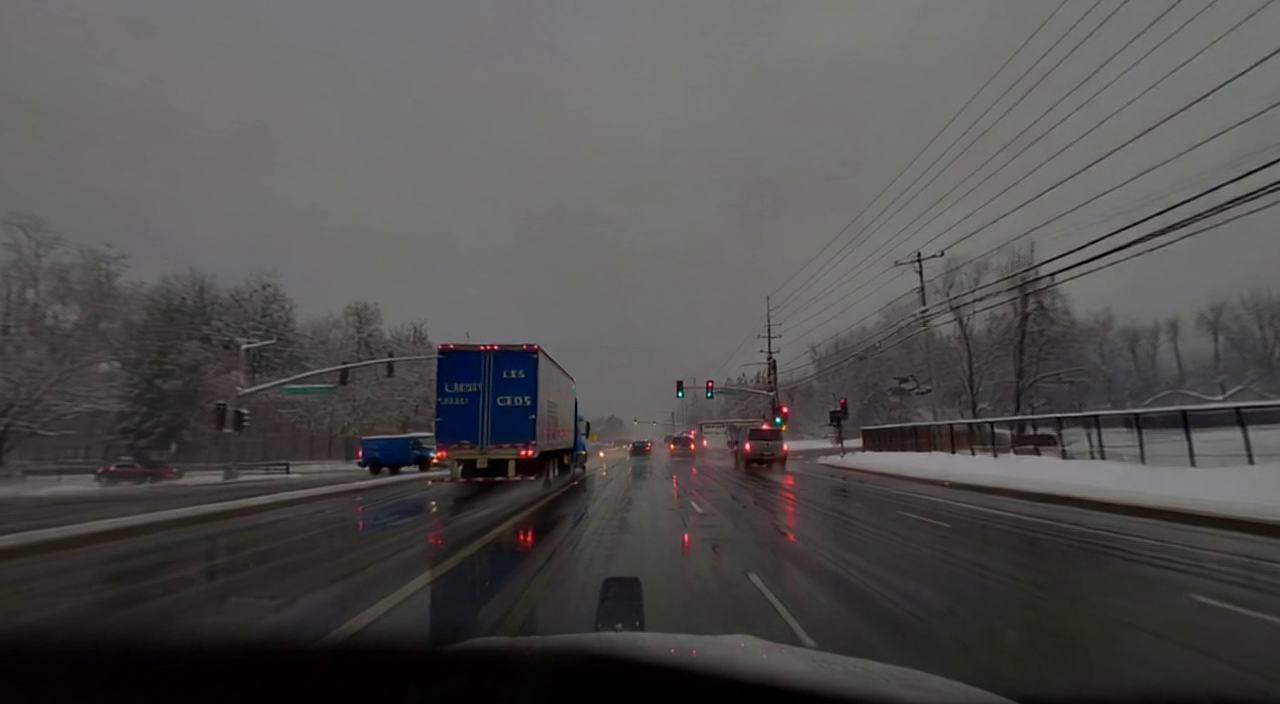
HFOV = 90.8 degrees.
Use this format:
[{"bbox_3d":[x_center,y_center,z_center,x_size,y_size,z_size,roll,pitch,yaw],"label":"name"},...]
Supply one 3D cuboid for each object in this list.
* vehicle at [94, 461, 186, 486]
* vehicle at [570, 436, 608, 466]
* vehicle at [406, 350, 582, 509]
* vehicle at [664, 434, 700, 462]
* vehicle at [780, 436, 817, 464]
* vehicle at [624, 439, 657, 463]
[{"bbox_3d":[-36.541,8.859,46.269,4.718,1.630,2.087,2,-9,-12],"label":"vehicle"},{"bbox_3d":[-3.181,6.260,40.079,1.994,1.806,4.564,0,-8,0],"label":"vehicle"},{"bbox_3d":[-3.458,2.230,17.592,2.889,3.347,8.285,0,-8,0],"label":"vehicle"},{"bbox_3d":[2.908,6.727,44.473,2.086,1.849,4.607,0,-8,-2],"label":"vehicle"},{"bbox_3d":[10.339,6.333,40.946,2.102,1.662,4.533,-3,-9,15],"label":"vehicle"},{"bbox_3d":[0.001,6.747,43.103,2.117,1.499,4.036,0,-8,-1],"label":"vehicle"}]
